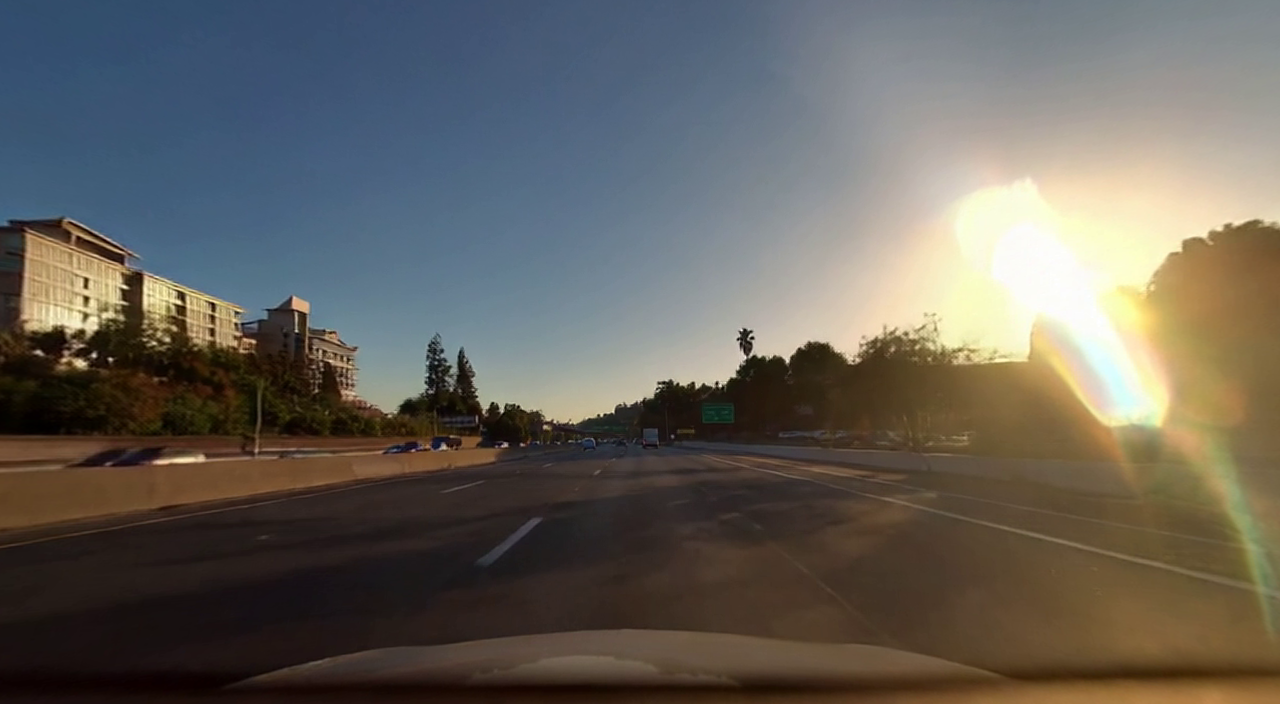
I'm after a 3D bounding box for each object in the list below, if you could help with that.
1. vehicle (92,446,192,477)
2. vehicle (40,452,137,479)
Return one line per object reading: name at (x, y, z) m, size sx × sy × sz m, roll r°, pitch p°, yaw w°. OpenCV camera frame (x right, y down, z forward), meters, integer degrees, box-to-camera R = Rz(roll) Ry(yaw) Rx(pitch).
vehicle at (-30.316, 6.641, 38.435) m, size 2.022 × 1.716 × 4.899 m, roll 0°, pitch -8°, yaw 0°
vehicle at (-34.400, 7.055, 39.358) m, size 1.877 × 1.546 × 4.656 m, roll 0°, pitch -8°, yaw 0°
